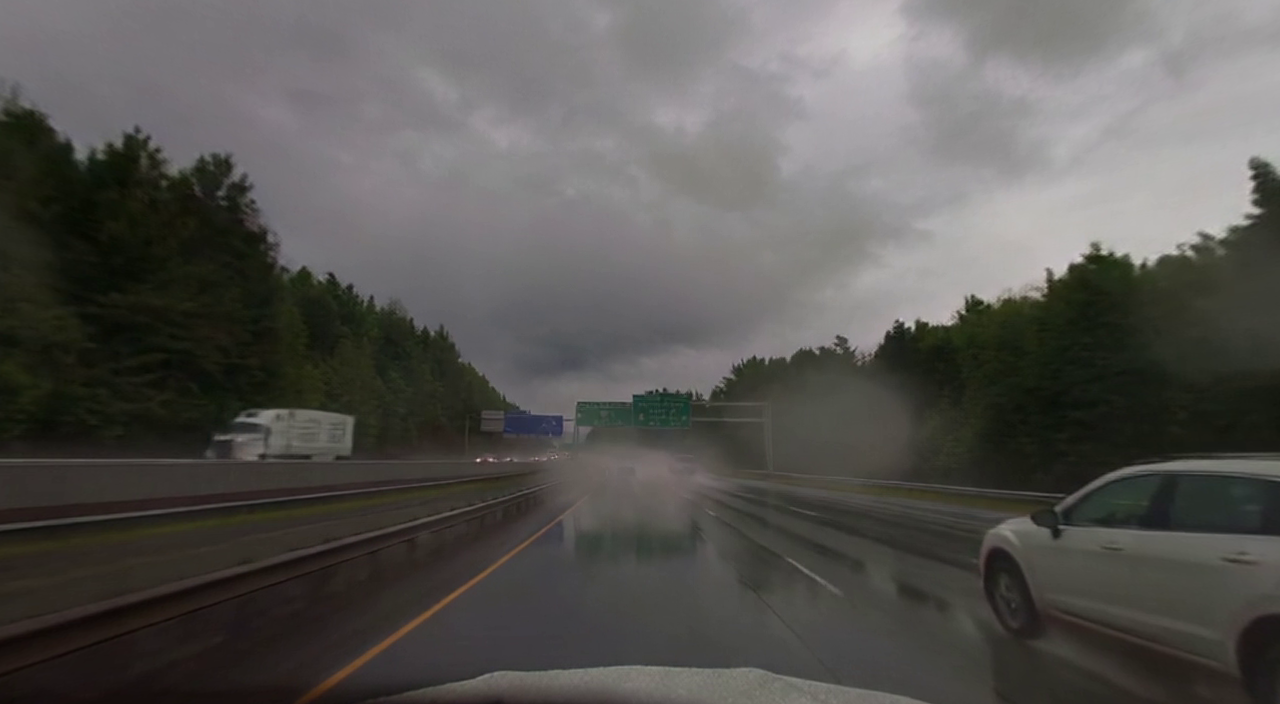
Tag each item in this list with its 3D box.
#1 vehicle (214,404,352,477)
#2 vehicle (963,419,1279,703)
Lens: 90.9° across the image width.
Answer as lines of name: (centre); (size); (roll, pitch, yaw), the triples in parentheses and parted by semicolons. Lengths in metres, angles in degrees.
vehicle: (-21.608, 5.667, 39.069); (3.104, 3.928, 9.331); (1, -10, -2)
vehicle: (3.955, 1.267, 3.408); (2.132, 1.662, 4.180); (1, -10, -1)
